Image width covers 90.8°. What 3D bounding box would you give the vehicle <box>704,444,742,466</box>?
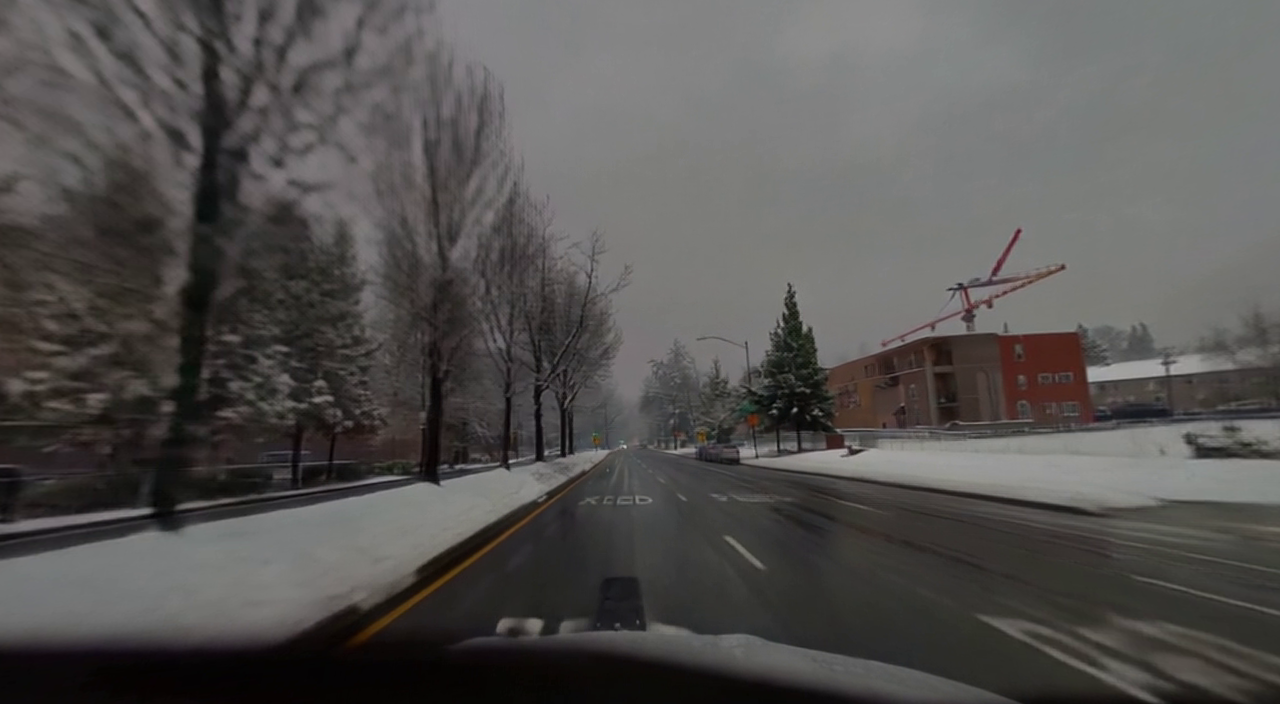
[{"bbox_3d":[6.280,7.837,48.384,1.986,1.498,5.099,3,-9,-2],"label":"vehicle"}]
